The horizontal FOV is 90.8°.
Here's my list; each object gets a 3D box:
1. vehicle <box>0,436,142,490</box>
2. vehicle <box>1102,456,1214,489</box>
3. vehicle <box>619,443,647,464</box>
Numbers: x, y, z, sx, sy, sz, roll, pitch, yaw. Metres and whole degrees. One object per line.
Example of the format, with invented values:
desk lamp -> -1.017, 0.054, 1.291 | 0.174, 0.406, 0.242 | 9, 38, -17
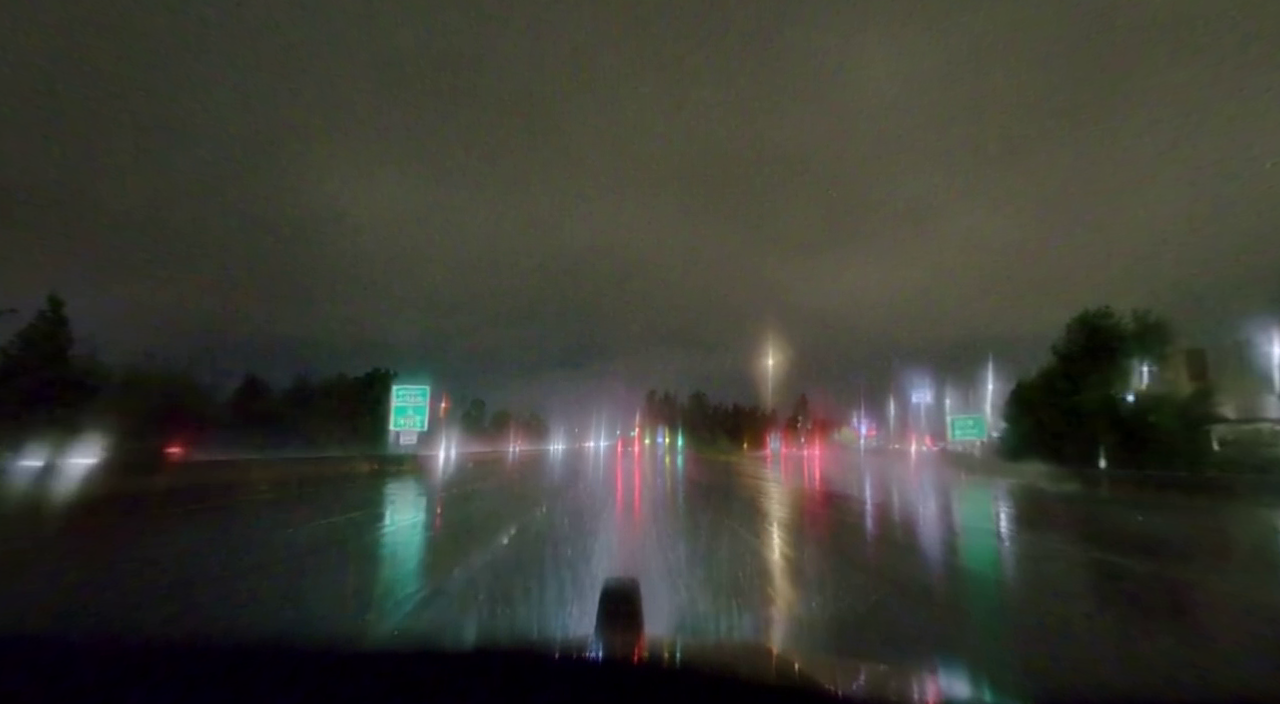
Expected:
vehicle -> -21.035, 3.899, 22.687 | 2.201, 1.708, 4.988 | 0, -8, 0
vehicle -> 24.450, 5.681, 29.921 | 3.596, 1.434, 1.782 | -1, -9, 5
vehicle -> -0.575, 7.773, 48.501 | 2.025, 1.460, 4.189 | 0, -8, -1
